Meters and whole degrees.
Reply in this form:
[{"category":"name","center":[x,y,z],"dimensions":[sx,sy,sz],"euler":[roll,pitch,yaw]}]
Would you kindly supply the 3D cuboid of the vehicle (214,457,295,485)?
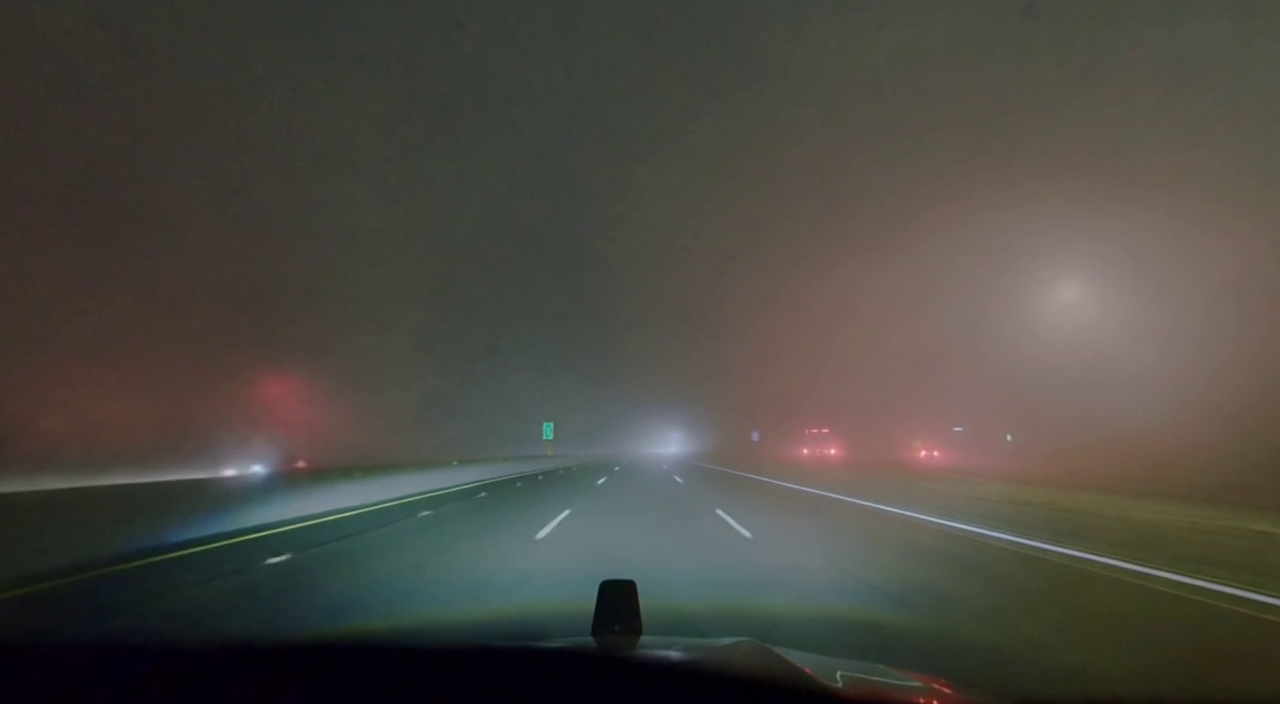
[{"category":"vehicle","center":[-22.953,7.084,37.666],"dimensions":[1.908,1.474,4.674],"euler":[-1,-9,0]}]
